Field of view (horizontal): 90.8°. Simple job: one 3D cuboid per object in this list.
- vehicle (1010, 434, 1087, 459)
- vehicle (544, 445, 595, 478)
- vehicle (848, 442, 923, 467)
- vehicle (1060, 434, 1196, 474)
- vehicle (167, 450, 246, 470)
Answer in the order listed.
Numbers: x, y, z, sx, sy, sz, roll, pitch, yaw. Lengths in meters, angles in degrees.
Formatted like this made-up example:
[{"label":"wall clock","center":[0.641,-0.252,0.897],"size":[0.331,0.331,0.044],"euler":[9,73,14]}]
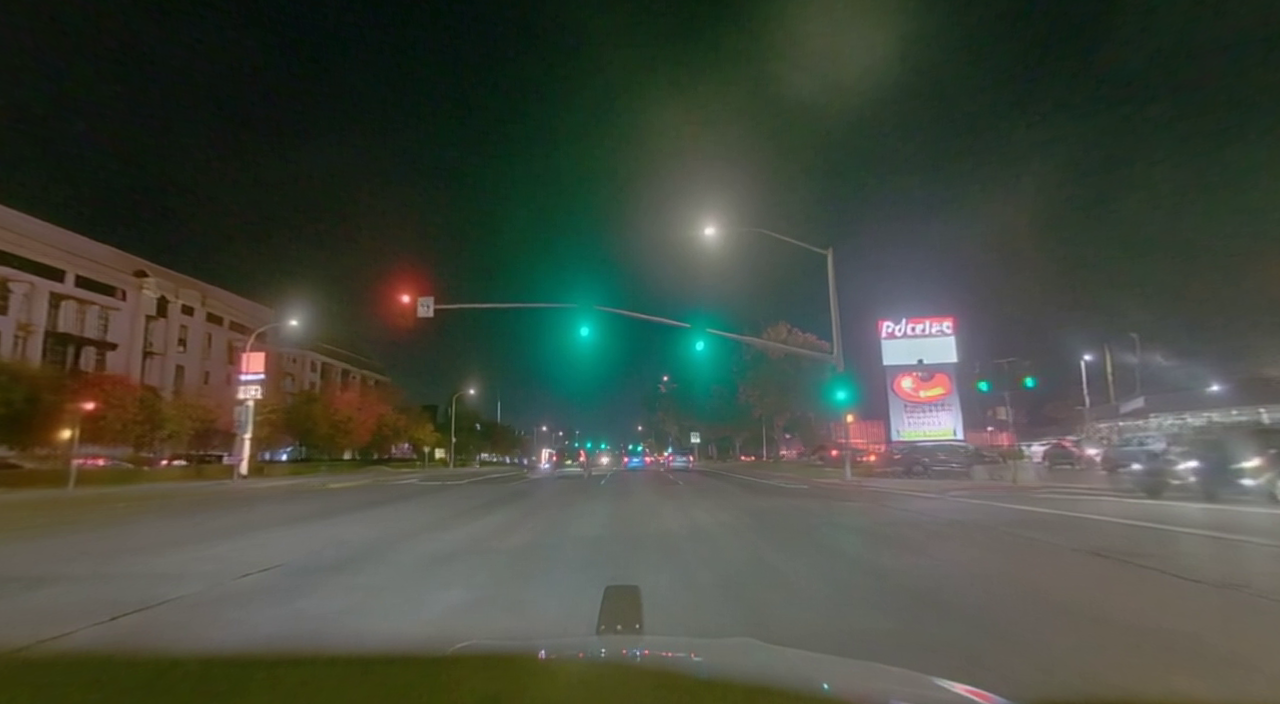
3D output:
[{"label":"vehicle","center":[29.600,6.939,45.982],"size":[2.053,1.559,5.138],"euler":[-2,-10,-2]},{"label":"vehicle","center":[-3.580,5.681,33.009],"size":[2.035,1.564,4.702],"euler":[0,-9,1]},{"label":"vehicle","center":[16.122,6.701,41.372],"size":[4.673,1.555,2.010],"euler":[5,-10,-30]},{"label":"vehicle","center":[20.825,4.370,27.297],"size":[1.967,1.540,4.966],"euler":[0,-9,1]},{"label":"vehicle","center":[-33.668,8.400,49.151],"size":[4.544,1.515,2.218],"euler":[-1,-9,3]}]
